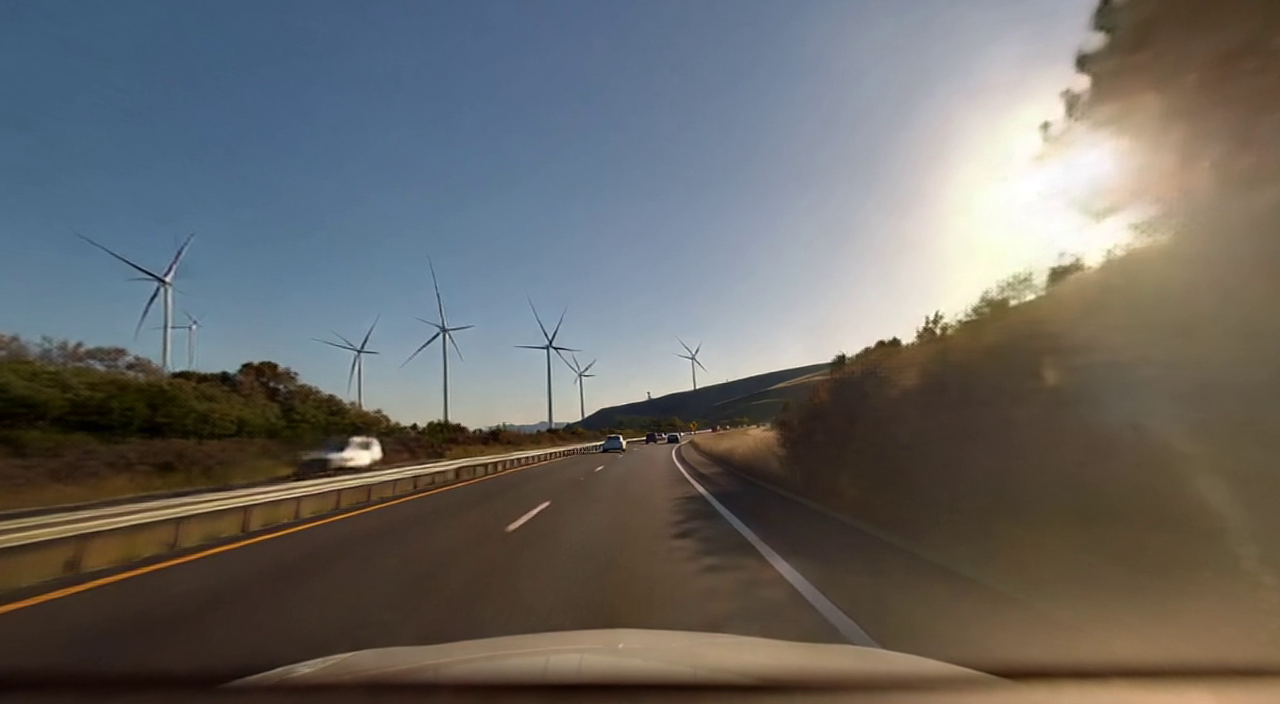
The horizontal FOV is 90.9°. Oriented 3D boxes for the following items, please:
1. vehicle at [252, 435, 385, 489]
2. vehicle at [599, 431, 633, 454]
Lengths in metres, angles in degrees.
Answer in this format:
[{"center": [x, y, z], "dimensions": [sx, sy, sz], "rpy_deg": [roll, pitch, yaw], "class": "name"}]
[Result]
[{"center": [-9.491, 3.238, 19.016], "dimensions": [1.850, 1.450, 3.951], "rpy_deg": [0, -8, 1], "class": "vehicle"}, {"center": [-1.729, 6.711, 46.867], "dimensions": [2.123, 1.629, 4.180], "rpy_deg": [0, -8, 3], "class": "vehicle"}]
